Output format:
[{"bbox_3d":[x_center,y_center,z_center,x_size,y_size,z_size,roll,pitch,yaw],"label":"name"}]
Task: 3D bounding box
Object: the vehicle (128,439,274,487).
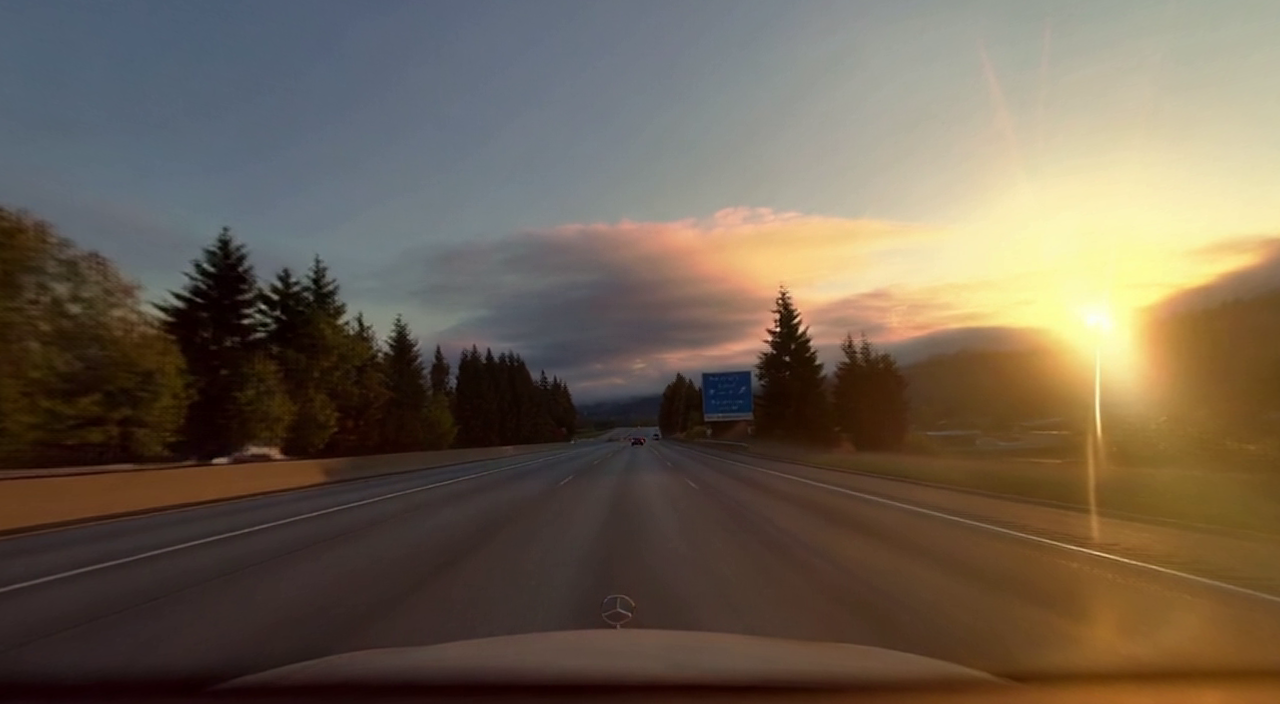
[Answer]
[{"bbox_3d":[-14.710,3.695,21.407,1.994,1.455,4.162,0,-8,-1],"label":"vehicle"}]
